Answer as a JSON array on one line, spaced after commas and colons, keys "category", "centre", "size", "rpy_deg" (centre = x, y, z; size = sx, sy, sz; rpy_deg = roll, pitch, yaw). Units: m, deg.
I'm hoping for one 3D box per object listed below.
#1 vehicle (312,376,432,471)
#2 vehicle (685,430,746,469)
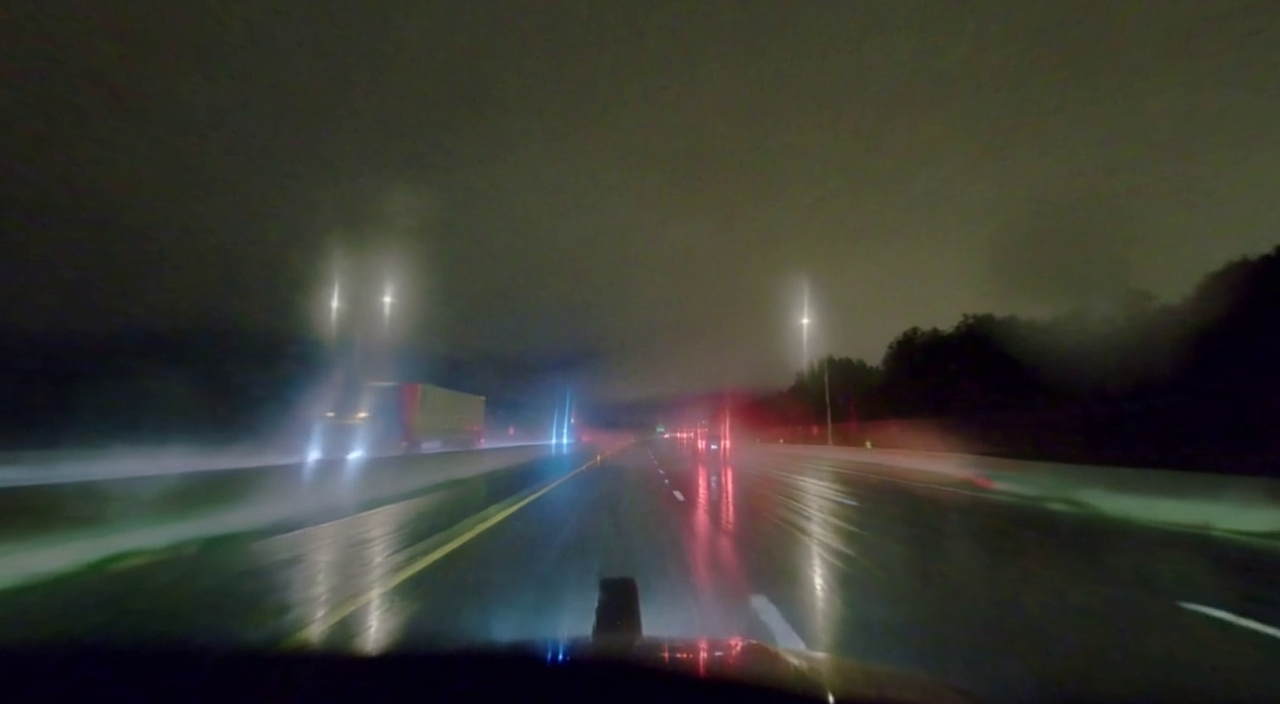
[{"category": "vehicle", "centre": [-12.652, 3.511, 30.429], "size": [3.009, 4.091, 6.327], "rpy_deg": [0, -8, -1]}, {"category": "vehicle", "centre": [3.192, 4.245, 27.607], "size": [2.084, 1.583, 4.420], "rpy_deg": [0, -8, -1]}]
